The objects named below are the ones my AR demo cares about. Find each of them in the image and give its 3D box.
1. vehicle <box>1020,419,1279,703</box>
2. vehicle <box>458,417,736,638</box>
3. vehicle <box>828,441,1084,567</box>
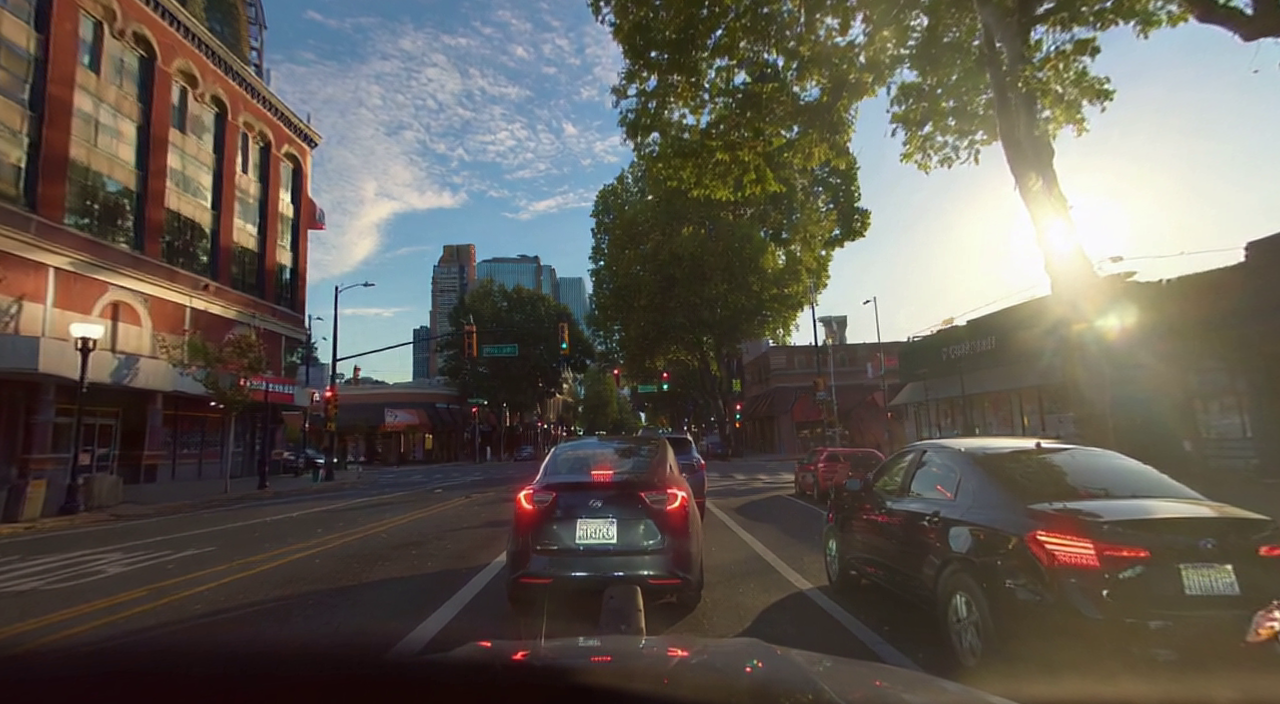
[{"bbox_3d":[3.177,0.818,1.097,2.006,1.496,4.767,0,-9,-1],"label":"vehicle"},{"bbox_3d":[-0.284,1.469,6.212,1.888,1.489,3.703,0,-8,0],"label":"vehicle"},{"bbox_3d":[4.534,2.187,10.028,1.912,1.505,4.618,-1,-8,3],"label":"vehicle"}]
